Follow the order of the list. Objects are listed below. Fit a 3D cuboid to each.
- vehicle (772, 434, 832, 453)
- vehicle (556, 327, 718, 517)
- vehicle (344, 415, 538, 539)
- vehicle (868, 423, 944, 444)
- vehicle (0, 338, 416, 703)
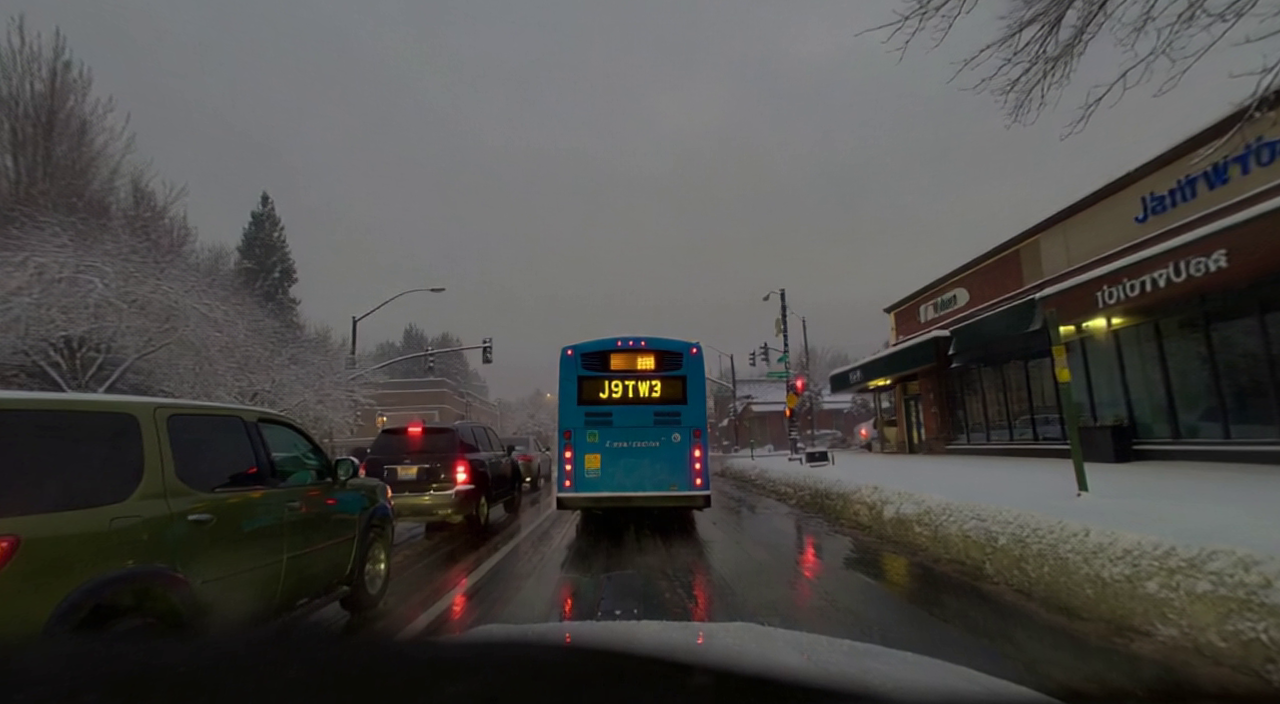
[{"bbox_3d":[11.944,6.742,46.662,3.949,1.337,1.738,0,-9,-2],"label":"vehicle"},{"bbox_3d":[-0.301,1.996,16.584,2.938,3.468,9.972,0,-9,-3],"label":"vehicle"},{"bbox_3d":[-3.342,2.207,11.792,2.096,1.828,4.669,0,-8,0],"label":"vehicle"},{"bbox_3d":[19.824,6.116,47.204,4.827,1.555,1.863,1,-9,-6],"label":"vehicle"},{"bbox_3d":[-3.219,1.093,3.970,2.020,1.725,4.384,0,-8,0],"label":"vehicle"}]
